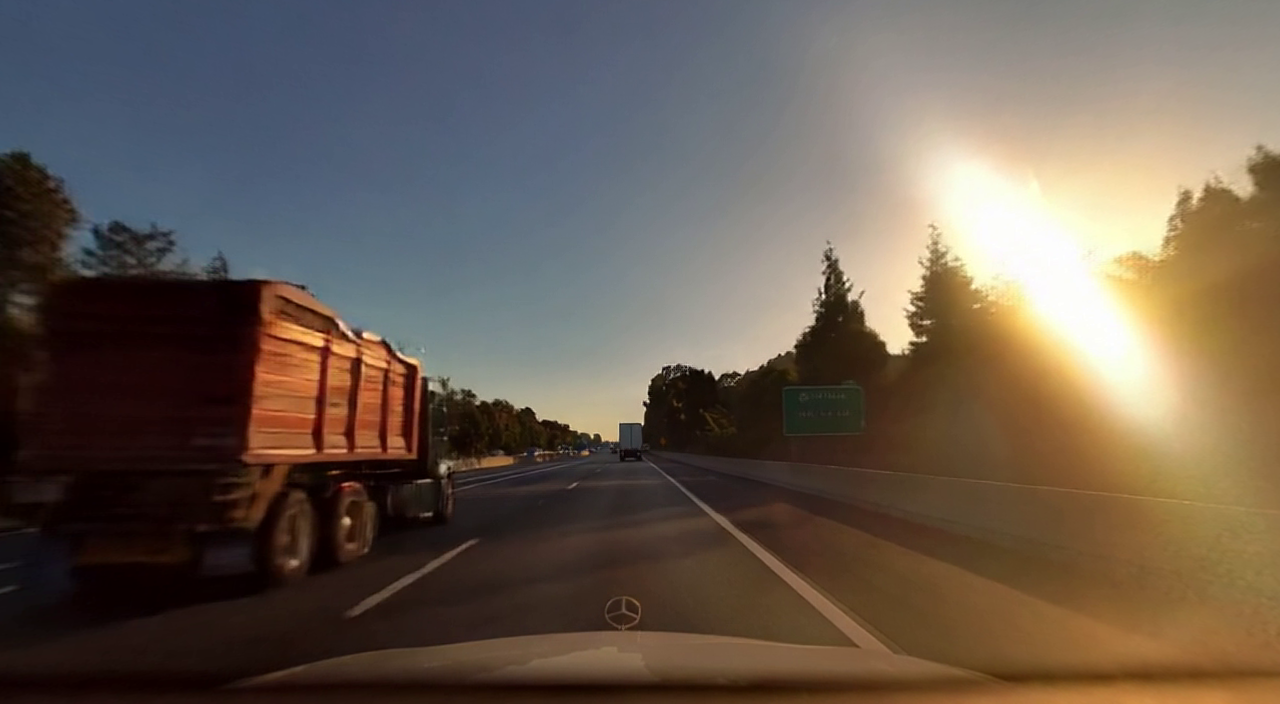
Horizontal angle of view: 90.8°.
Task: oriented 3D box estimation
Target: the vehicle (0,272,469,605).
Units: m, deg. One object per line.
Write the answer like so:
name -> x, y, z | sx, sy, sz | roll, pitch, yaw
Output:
vehicle -> -4.382, 1.172, 8.498 | 2.368, 2.813, 6.329 | 0, -9, 0
